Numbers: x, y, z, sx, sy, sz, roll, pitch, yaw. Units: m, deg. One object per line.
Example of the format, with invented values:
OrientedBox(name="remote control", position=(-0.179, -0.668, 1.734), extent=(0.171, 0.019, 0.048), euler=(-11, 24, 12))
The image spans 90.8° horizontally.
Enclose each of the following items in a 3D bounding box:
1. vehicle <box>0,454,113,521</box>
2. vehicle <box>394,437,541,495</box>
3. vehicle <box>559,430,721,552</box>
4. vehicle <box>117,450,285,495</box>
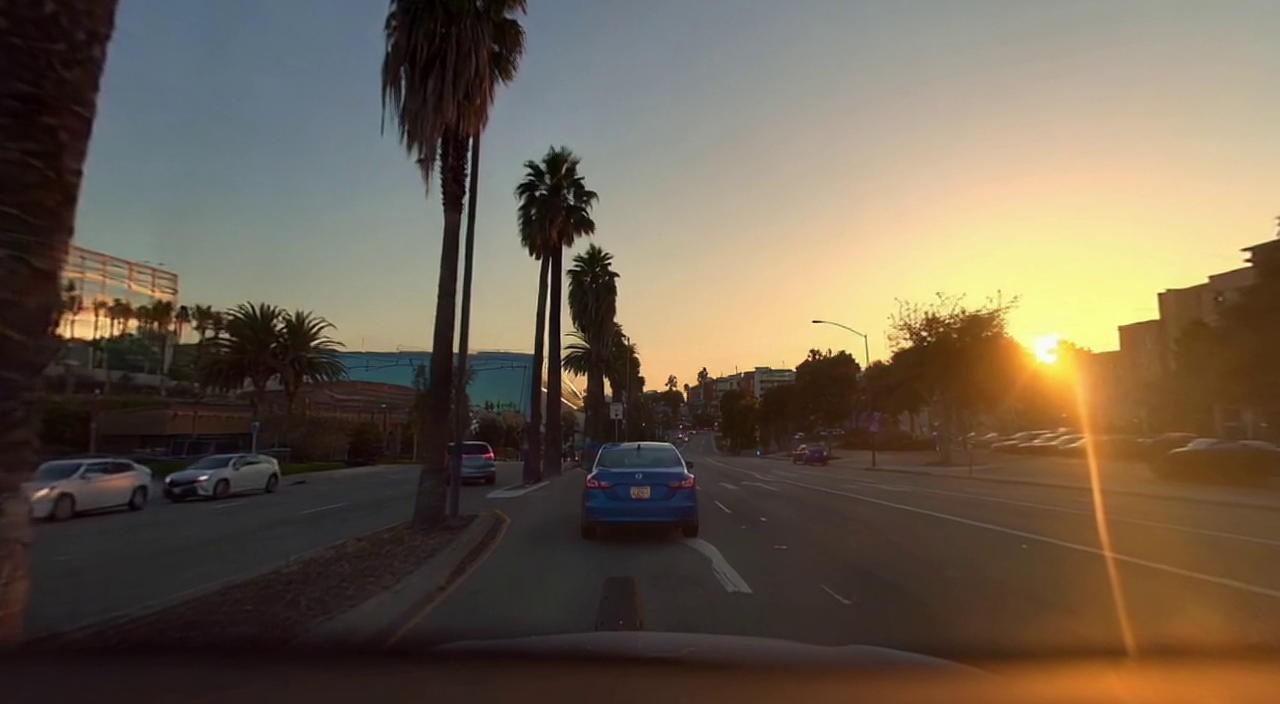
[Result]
OrientedBox(name="vehicle", position=(-15.547, 3.338, 16.084), extent=(4.071, 1.442, 1.948), euler=(-5, -10, 31))
OrientedBox(name="vehicle", position=(-5.368, 3.444, 19.451), extent=(4.457, 1.552, 2.095), euler=(-7, -11, 38))
OrientedBox(name="vehicle", position=(-0.137, 2.036, 10.024), extent=(1.986, 1.473, 4.382), euler=(0, -9, -4))
OrientedBox(name="vehicle", position=(-15.595, 4.255, 22.595), extent=(4.585, 1.479, 2.088), euler=(-1, -9, 6))
